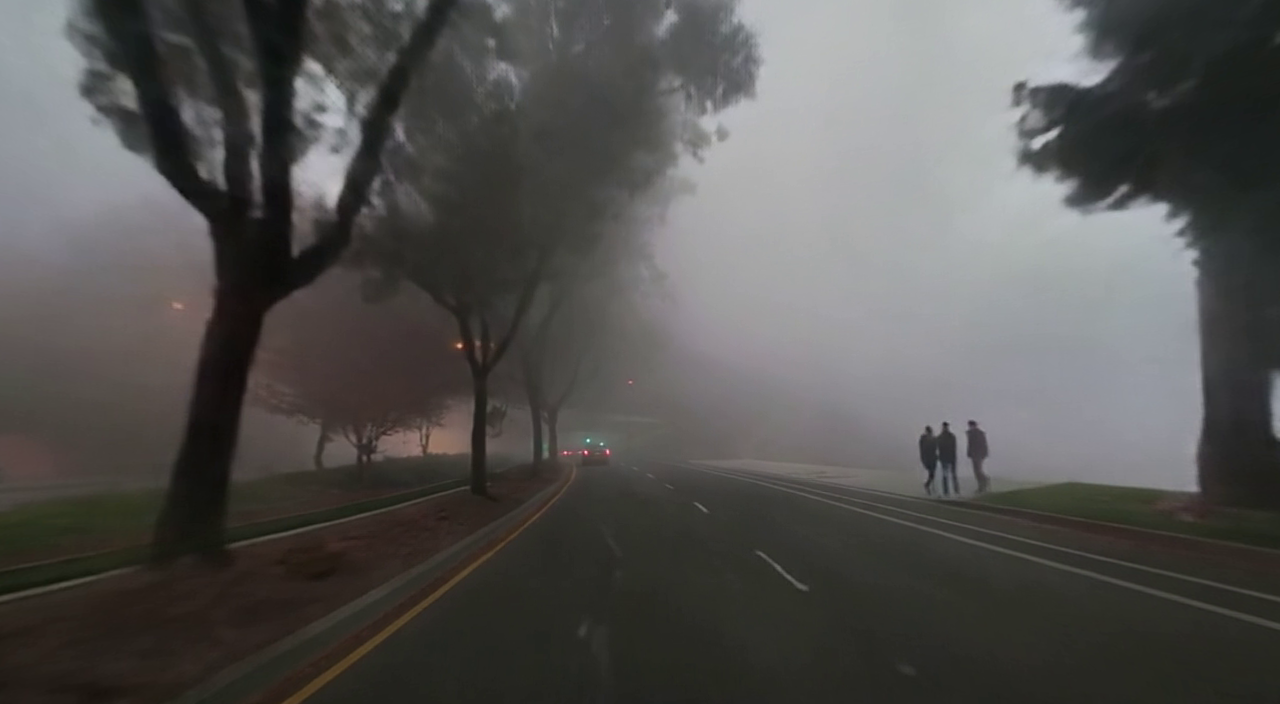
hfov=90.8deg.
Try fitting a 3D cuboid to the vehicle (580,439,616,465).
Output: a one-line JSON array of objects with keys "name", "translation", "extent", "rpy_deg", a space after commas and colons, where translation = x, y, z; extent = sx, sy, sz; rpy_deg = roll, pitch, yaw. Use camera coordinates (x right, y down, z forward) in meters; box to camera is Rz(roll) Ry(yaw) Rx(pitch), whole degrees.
[{"name": "vehicle", "translation": [-3.006, 7.002, 44.281], "extent": [2.184, 1.713, 4.231], "rpy_deg": [2, -9, -8]}]
